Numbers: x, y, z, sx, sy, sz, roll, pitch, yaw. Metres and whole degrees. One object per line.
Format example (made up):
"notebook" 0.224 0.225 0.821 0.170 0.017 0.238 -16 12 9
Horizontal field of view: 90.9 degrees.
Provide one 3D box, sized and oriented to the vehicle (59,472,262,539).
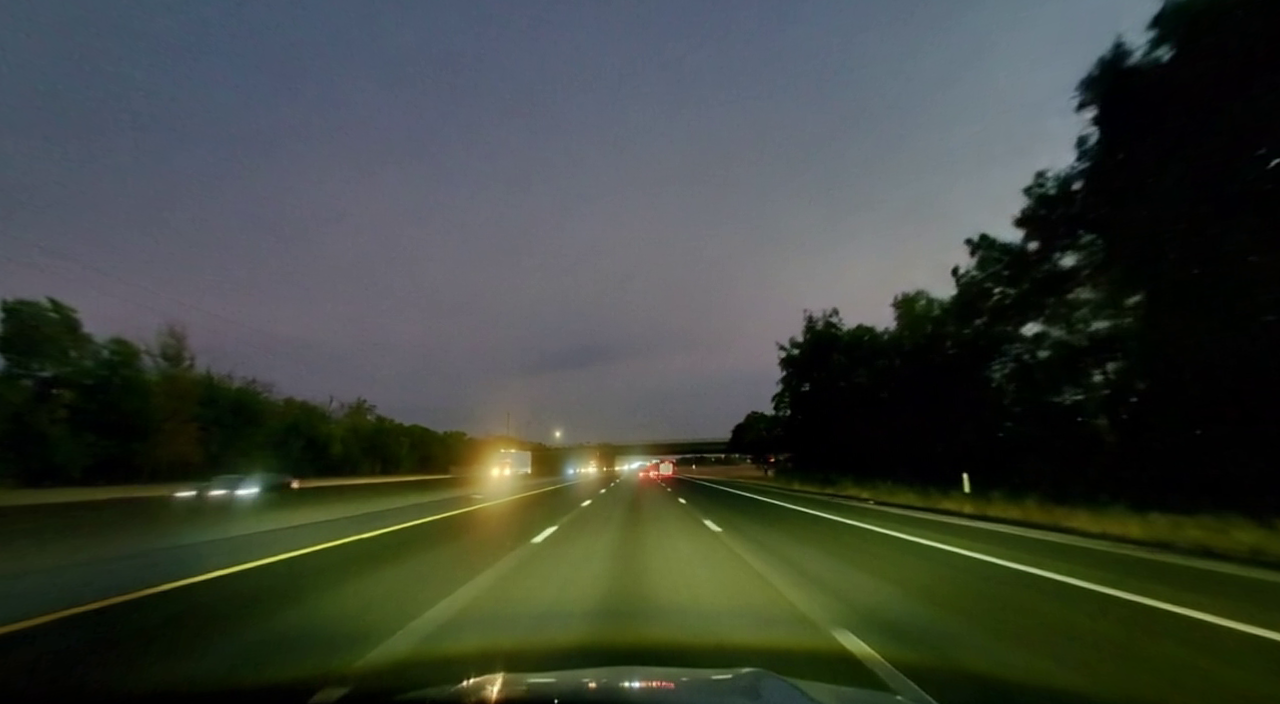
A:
"vehicle" -12.092 3.860 16.352 1.872 1.435 4.267 1 -11 0
